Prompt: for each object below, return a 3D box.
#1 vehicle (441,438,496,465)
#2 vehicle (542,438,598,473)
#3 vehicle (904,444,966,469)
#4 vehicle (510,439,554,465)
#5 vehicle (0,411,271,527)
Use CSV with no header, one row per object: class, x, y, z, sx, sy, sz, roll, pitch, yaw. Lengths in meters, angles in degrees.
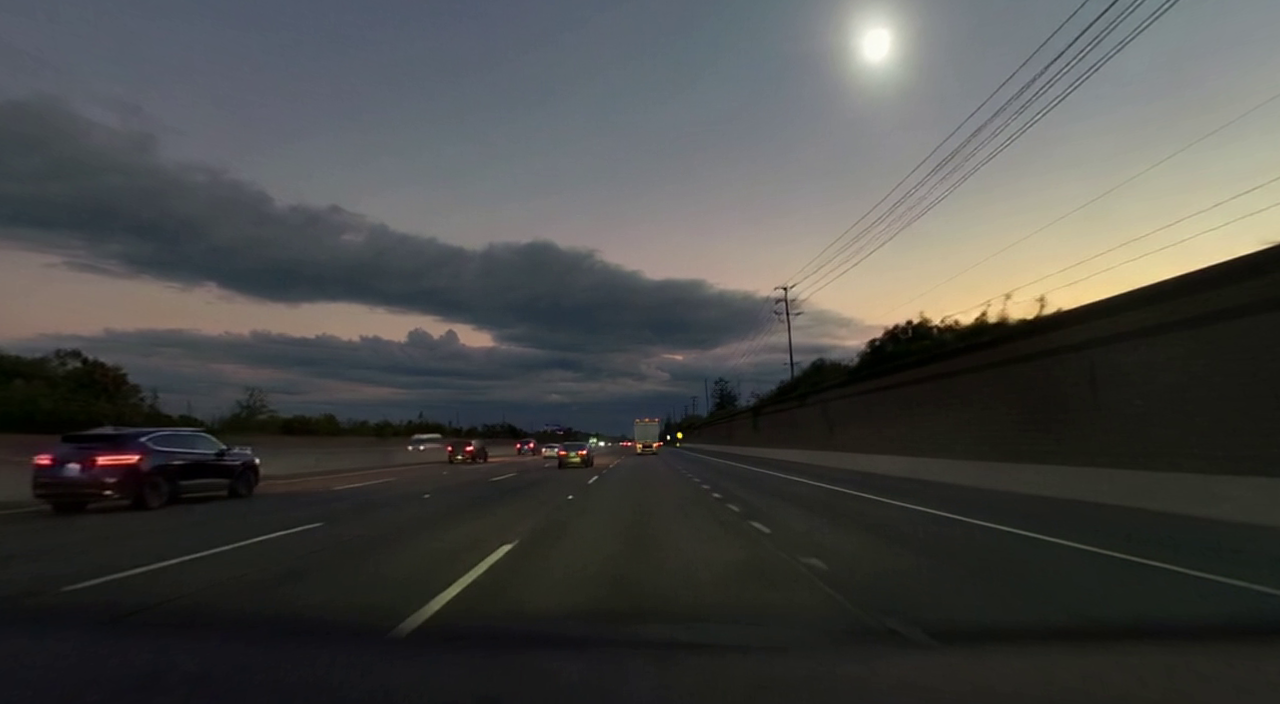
vehicle,-10.856,6.342,40.228,2.058,1.621,4.739,0,-9,1
vehicle,-3.240,4.939,30.187,2.045,1.532,4.954,0,-9,1
vehicle,19.622,6.949,42.110,1.985,1.521,4.827,-1,-9,3
vehicle,-6.886,6.431,40.622,1.946,1.514,4.687,0,-9,1
vehicle,-10.628,2.330,13.126,2.310,1.853,5.817,0,-9,1
